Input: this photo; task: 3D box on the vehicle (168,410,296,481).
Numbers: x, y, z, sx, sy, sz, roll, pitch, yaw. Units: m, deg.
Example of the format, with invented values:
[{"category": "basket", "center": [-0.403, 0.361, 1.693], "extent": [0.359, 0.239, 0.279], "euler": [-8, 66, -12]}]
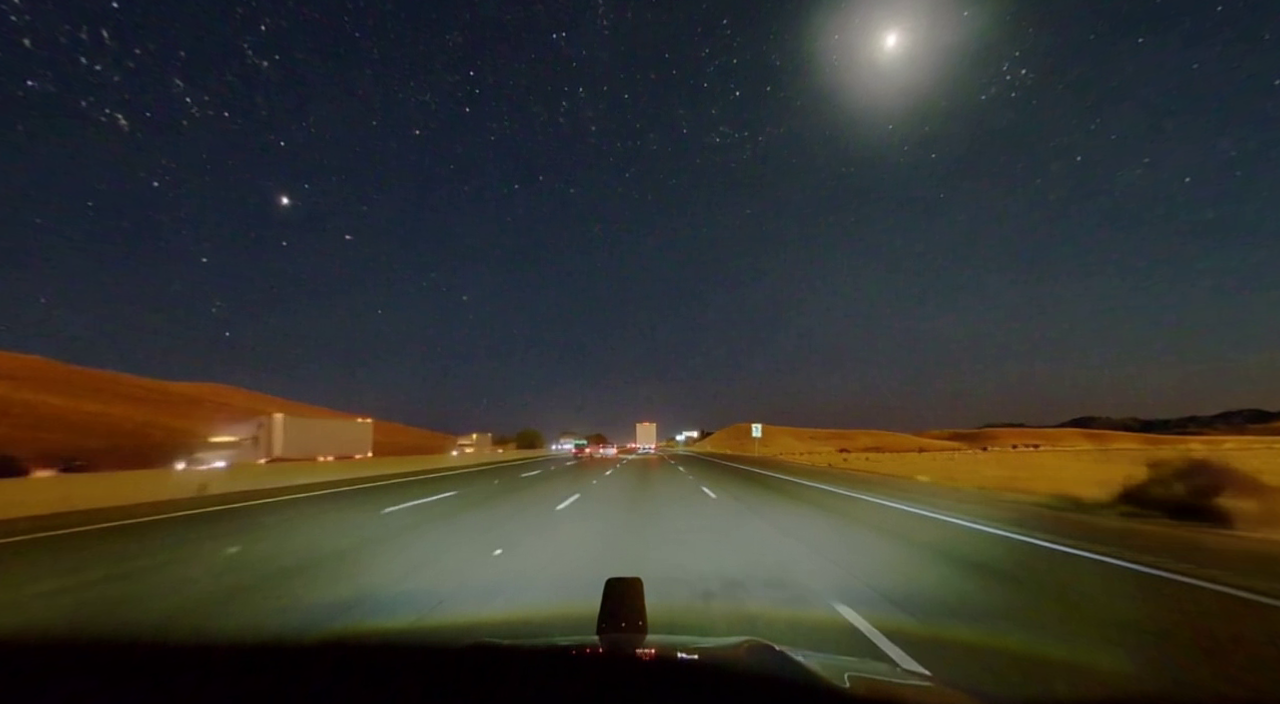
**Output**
[{"category": "vehicle", "center": [-24.755, 5.740, 38.853], "extent": [3.008, 3.898, 7.060], "euler": [0, -8, 0]}]
